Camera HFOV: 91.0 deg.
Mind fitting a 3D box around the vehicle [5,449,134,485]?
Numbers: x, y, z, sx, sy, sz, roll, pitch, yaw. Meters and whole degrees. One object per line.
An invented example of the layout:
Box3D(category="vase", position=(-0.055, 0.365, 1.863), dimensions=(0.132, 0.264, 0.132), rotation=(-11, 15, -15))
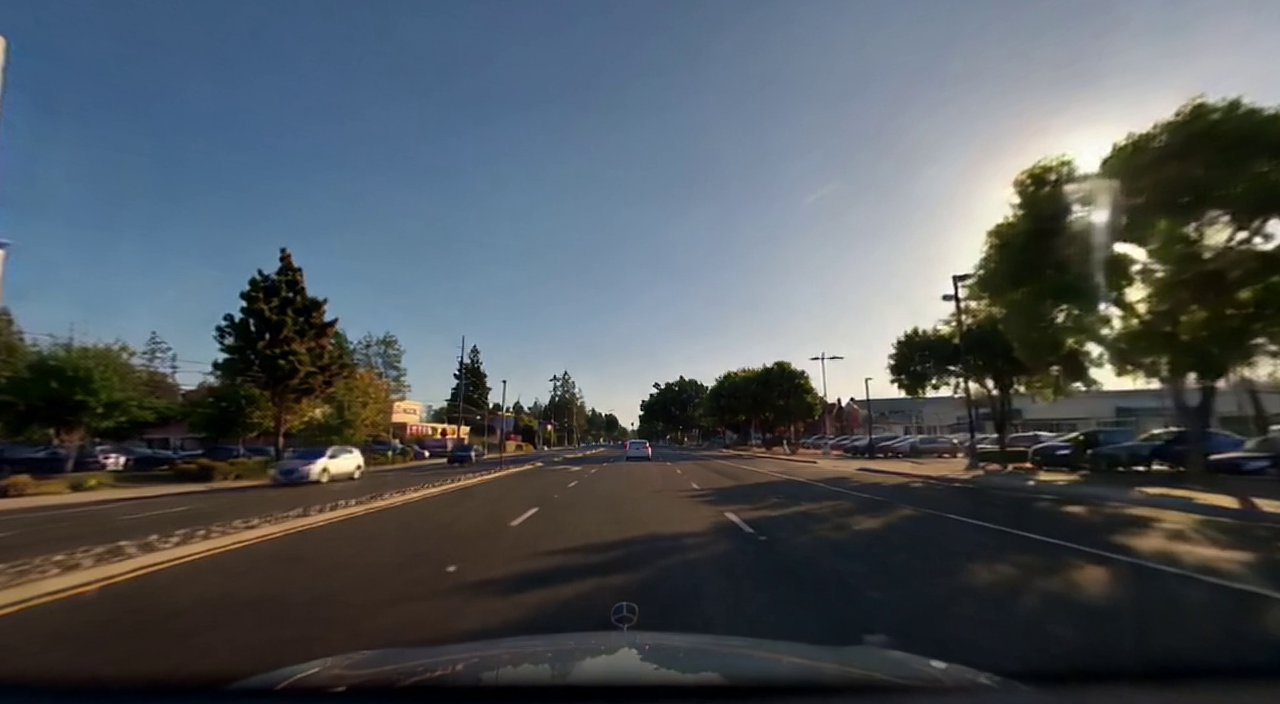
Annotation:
Box3D(category="vehicle", position=(-27.114, 5.447, 30.014), dimensions=(4.355, 1.504, 1.874), rotation=(-2, -9, 1))

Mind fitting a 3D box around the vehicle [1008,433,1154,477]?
Box3D(category="vehicle", position=(16.286, 3.843, 23.623), dimensions=(1.949, 1.458, 4.865), rotation=(0, -8, 0))

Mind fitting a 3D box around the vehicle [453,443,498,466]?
Box3D(category="vehicle", position=(-11.916, 7.433, 45.952), dimensions=(2.041, 1.553, 4.433), rotation=(0, -8, 0))

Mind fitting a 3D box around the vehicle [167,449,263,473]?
Box3D(category="vehicle", position=(-26.863, 6.874, 39.922), dimensions=(4.660, 1.446, 1.870), rotation=(0, -8, -3))

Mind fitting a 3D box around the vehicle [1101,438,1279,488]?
Box3D(category="vehicle", position=(16.525, 3.247, 18.744), dimensions=(1.860, 1.276, 4.671), rotation=(0, -8, -4))

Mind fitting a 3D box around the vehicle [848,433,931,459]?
Box3D(category="vehicle", position=(17.883, 6.742, 45.249), dimensions=(5.083, 1.778, 2.063), rotation=(0, -9, 0))

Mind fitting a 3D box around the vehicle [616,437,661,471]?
Box3D(category="vehicle", position=(-0.097, 4.806, 29.795), dimensions=(1.998, 1.452, 3.773), rotation=(0, -8, -1))
